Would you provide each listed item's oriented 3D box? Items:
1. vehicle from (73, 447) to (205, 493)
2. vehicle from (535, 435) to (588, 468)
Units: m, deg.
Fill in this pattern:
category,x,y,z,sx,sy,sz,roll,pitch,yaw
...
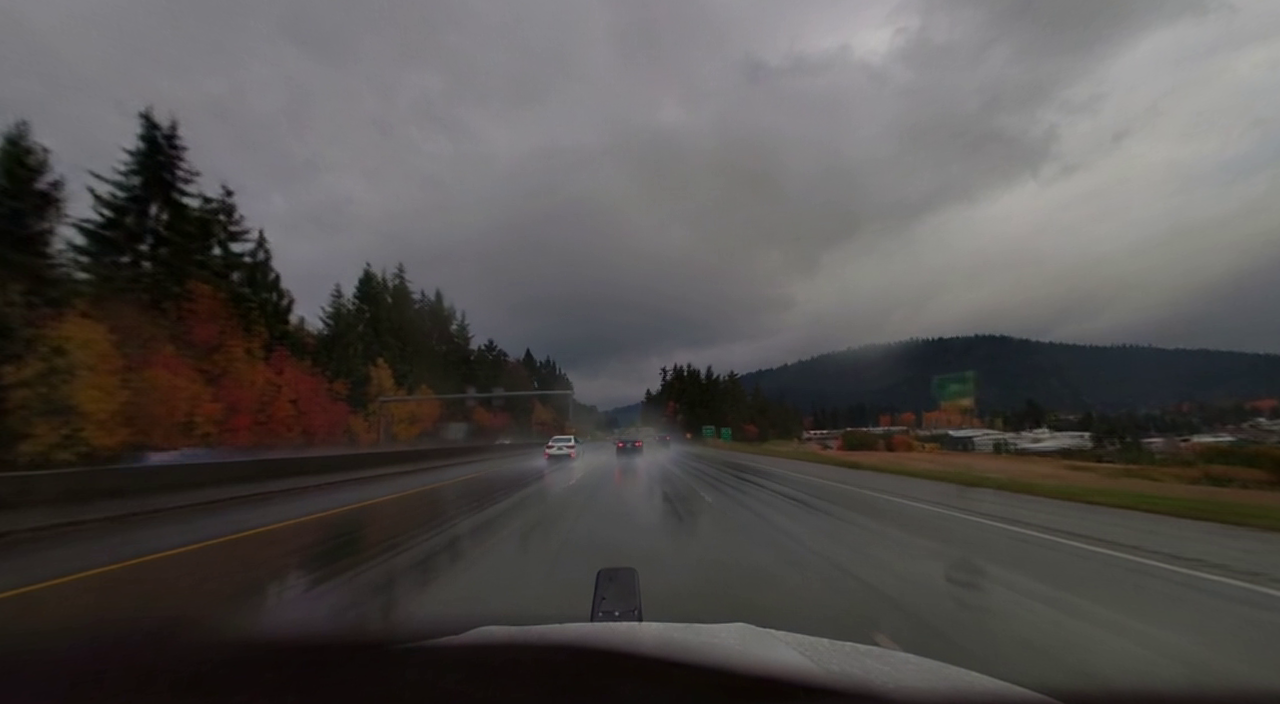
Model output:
category,x,y,z,sx,sy,sz,roll,pitch,yaw
vehicle,-20.150,4.711,25.560,1.903,1.620,4.186,0,-8,-1
vehicle,-3.866,4.952,31.604,2.103,1.507,4.367,0,-8,0
